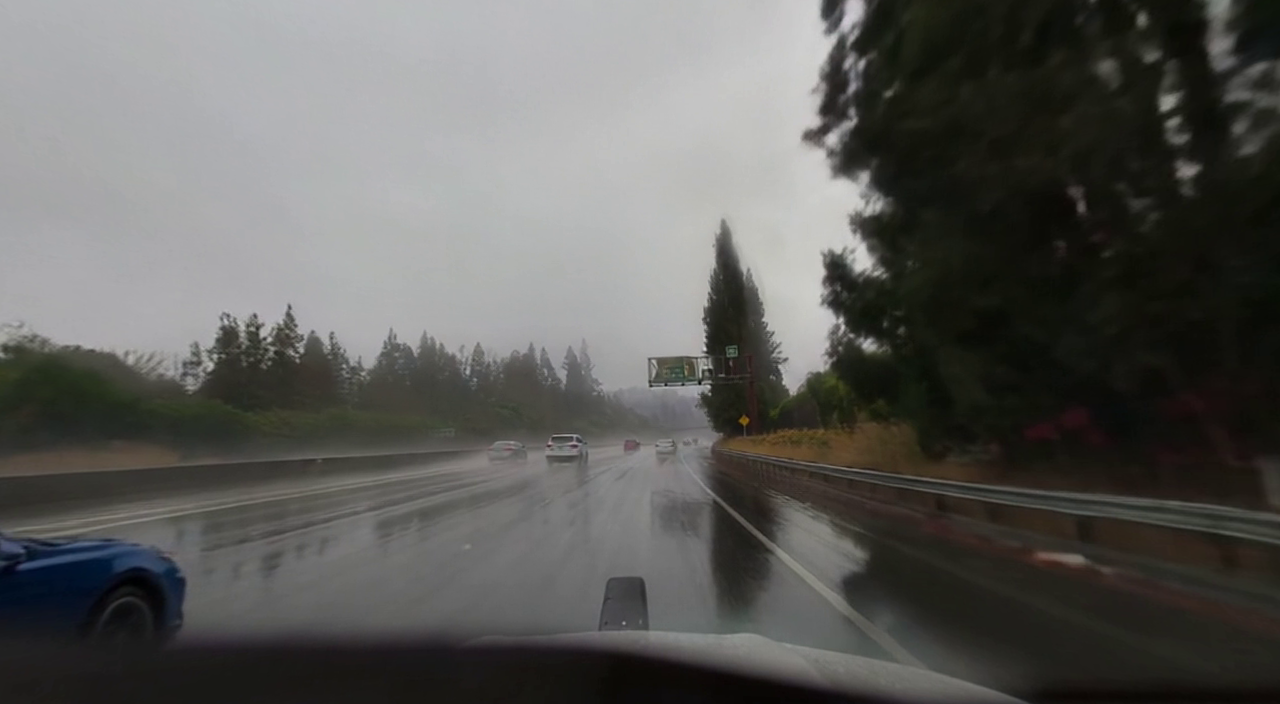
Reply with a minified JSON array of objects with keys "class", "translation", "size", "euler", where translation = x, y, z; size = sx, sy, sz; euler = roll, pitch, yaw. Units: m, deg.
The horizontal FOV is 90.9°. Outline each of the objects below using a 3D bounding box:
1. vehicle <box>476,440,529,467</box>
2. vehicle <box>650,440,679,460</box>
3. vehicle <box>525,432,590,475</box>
[{"class":"vehicle","translation":[-7.642,5.687,35.455],"size":[1.883,1.411,4.053],"euler":[0,-8,3]},{"class":"vehicle","translation":[1.929,7.610,49.224],"size":[2.113,1.464,4.073],"euler":[-1,-8,4]},{"class":"vehicle","translation":[-3.519,4.442,27.841],"size":[2.071,1.716,4.363],"euler":[0,-8,3]}]
